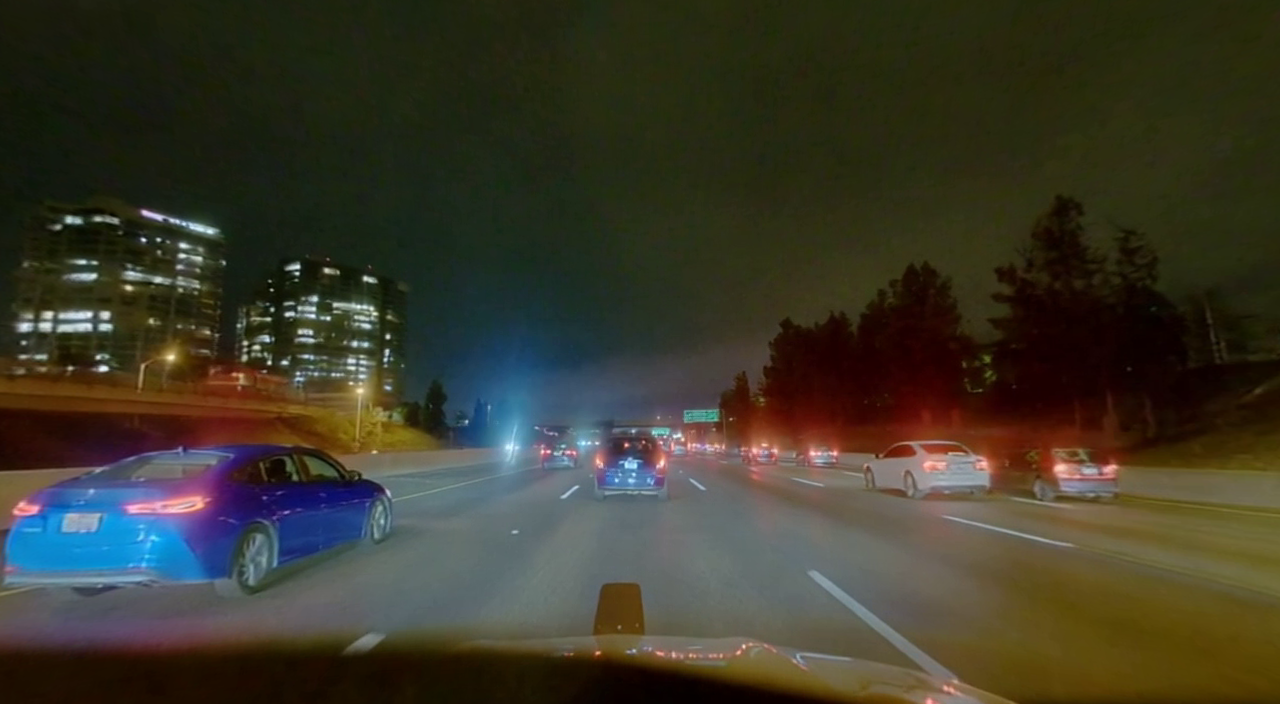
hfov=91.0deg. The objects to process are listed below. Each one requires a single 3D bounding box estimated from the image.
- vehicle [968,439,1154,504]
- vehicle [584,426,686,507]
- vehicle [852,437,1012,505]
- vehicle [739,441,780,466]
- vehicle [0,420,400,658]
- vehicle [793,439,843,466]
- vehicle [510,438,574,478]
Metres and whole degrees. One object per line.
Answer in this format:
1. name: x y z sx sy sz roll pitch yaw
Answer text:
1. vehicle: 11.082 3.155 17.074 2.008 1.516 4.385 0 -9 0
2. vehicle: -0.084 2.772 15.613 2.181 1.697 4.021 0 -9 1
3. vehicle: 7.429 3.072 16.684 2.049 1.521 4.604 0 -9 0
4. vehicle: 7.560 6.468 40.299 1.880 1.526 3.641 1 -9 0
5. vehicle: -4.226 1.513 6.233 1.974 1.478 4.412 0 -9 0
6. vehicle: 11.613 6.603 41.453 1.992 1.625 4.359 1 -9 -1
7. vehicle: -4.009 4.429 26.441 1.947 1.516 4.295 0 -9 1
